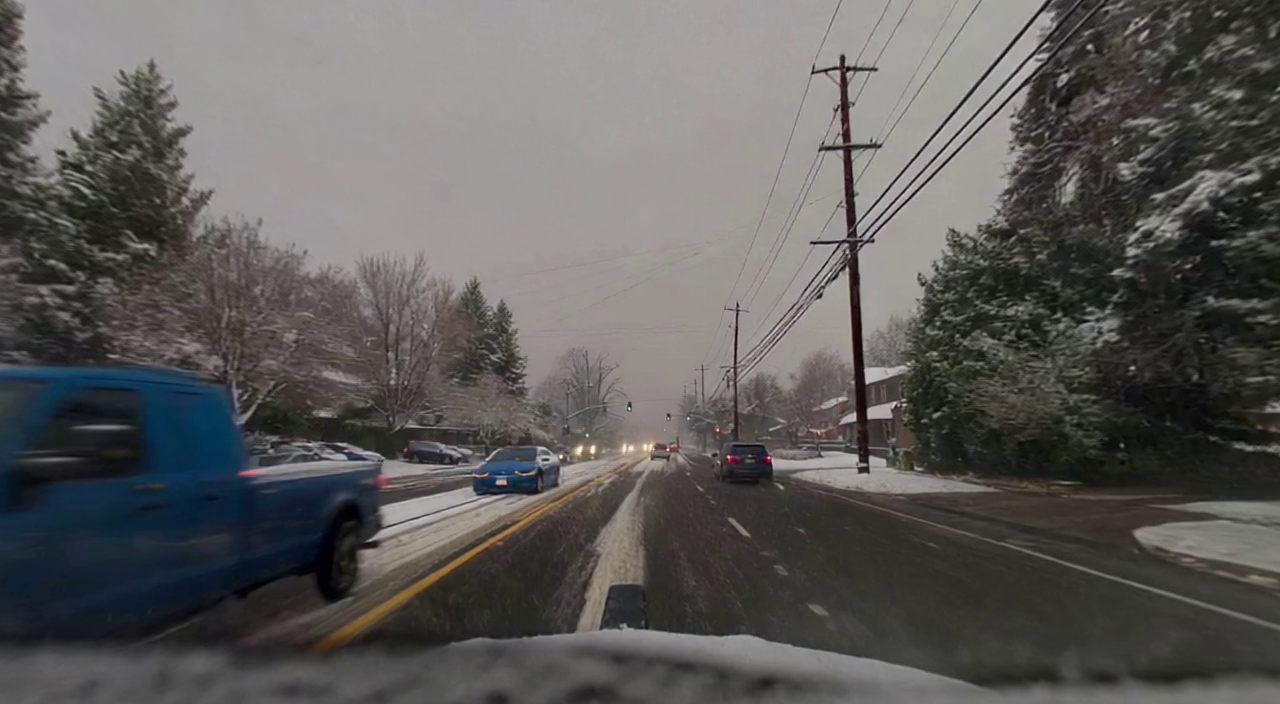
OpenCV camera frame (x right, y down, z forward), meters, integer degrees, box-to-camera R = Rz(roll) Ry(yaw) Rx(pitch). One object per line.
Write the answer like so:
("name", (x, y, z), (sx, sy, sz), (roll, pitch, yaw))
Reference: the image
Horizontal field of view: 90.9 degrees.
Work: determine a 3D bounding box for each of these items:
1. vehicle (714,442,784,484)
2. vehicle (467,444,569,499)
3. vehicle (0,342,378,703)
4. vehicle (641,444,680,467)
("vehicle", (4.093, 4.235, 24.403), (1.951, 1.479, 4.487), (0, -8, 1))
("vehicle", (-3.281, 3.306, 17.911), (1.892, 1.354, 4.476), (0, -8, 2))
("vehicle", (-3.640, 0.986, 3.621), (2.101, 1.721, 4.807), (0, -8, 1))
("vehicle", (1.306, 6.485, 39.643), (2.298, 1.359, 4.081), (0, -8, 2))
